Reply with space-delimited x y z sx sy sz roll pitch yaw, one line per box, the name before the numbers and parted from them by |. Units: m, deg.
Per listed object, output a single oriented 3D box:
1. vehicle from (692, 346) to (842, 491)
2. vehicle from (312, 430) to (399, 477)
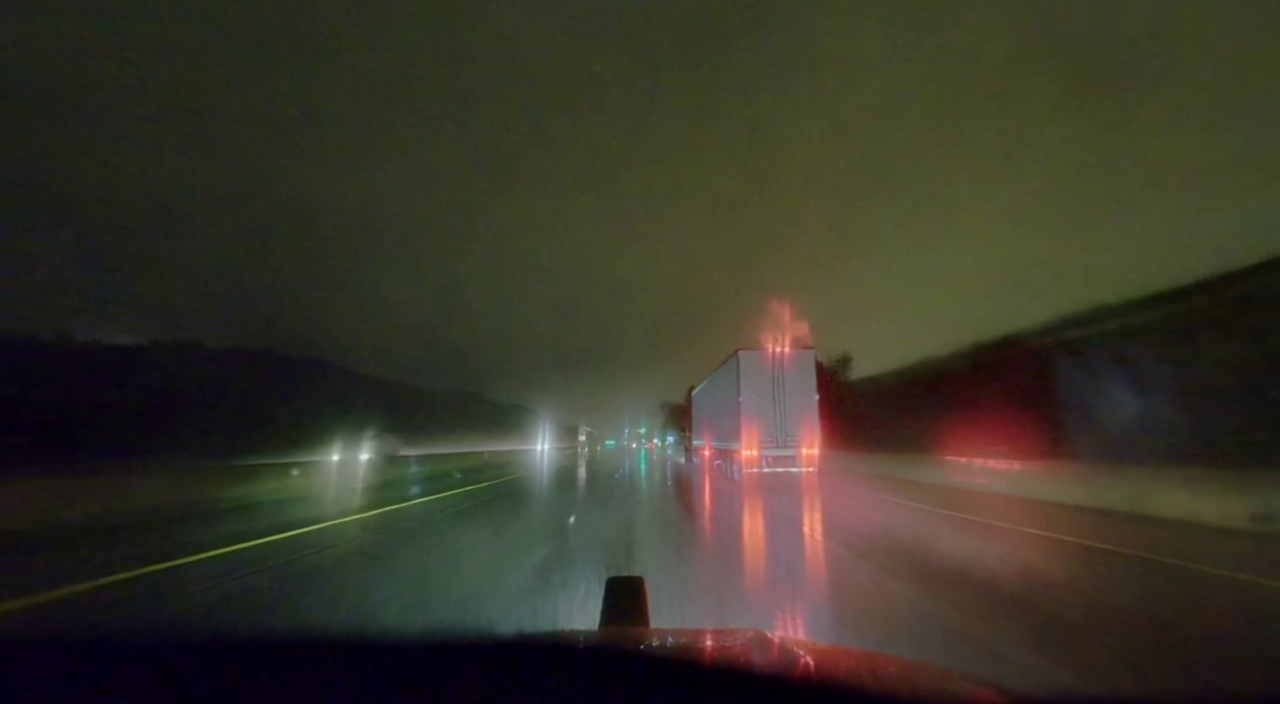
vehicle | 4.174 2.917 24.938 2.933 4.100 14.317 0 -8 0
vehicle | -18.303 6.553 40.845 2.512 2.796 6.375 0 -8 1
